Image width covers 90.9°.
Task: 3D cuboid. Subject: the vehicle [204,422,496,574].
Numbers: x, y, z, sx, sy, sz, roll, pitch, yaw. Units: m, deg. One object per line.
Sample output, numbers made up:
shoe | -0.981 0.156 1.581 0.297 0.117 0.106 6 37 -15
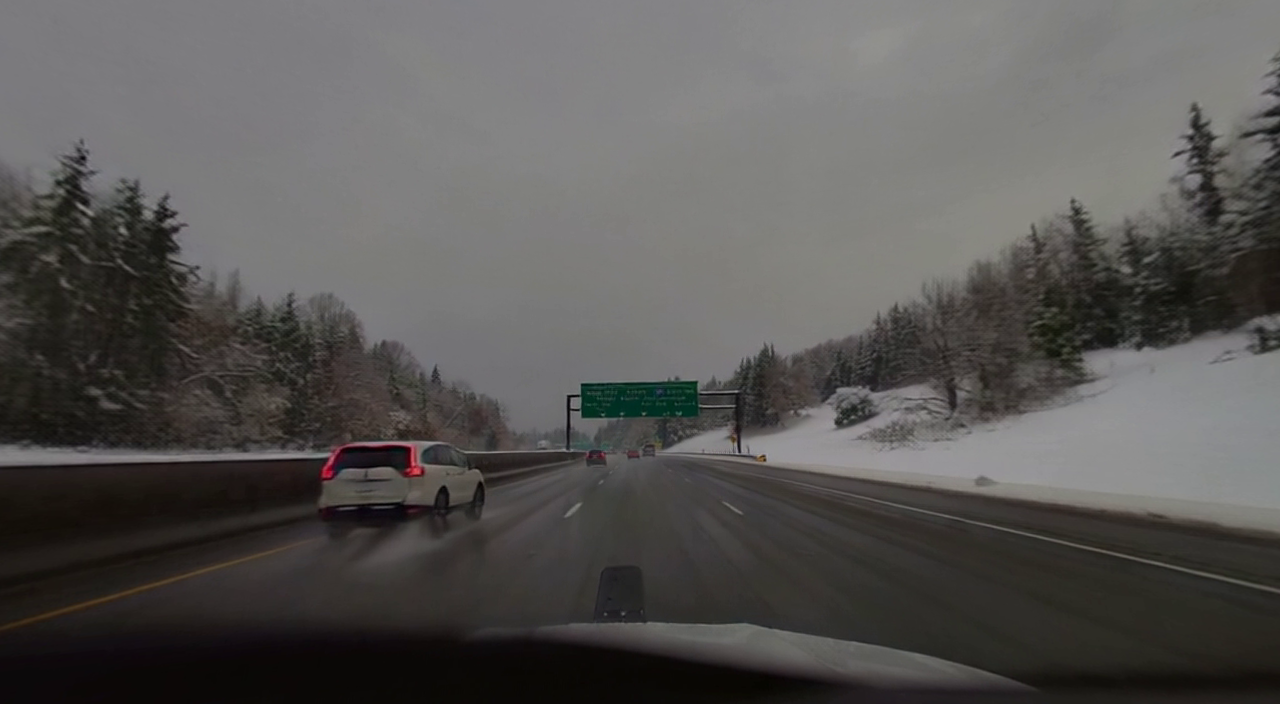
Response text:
vehicle | -3.587 1.900 8.969 2.028 1.584 4.481 0 -9 0
